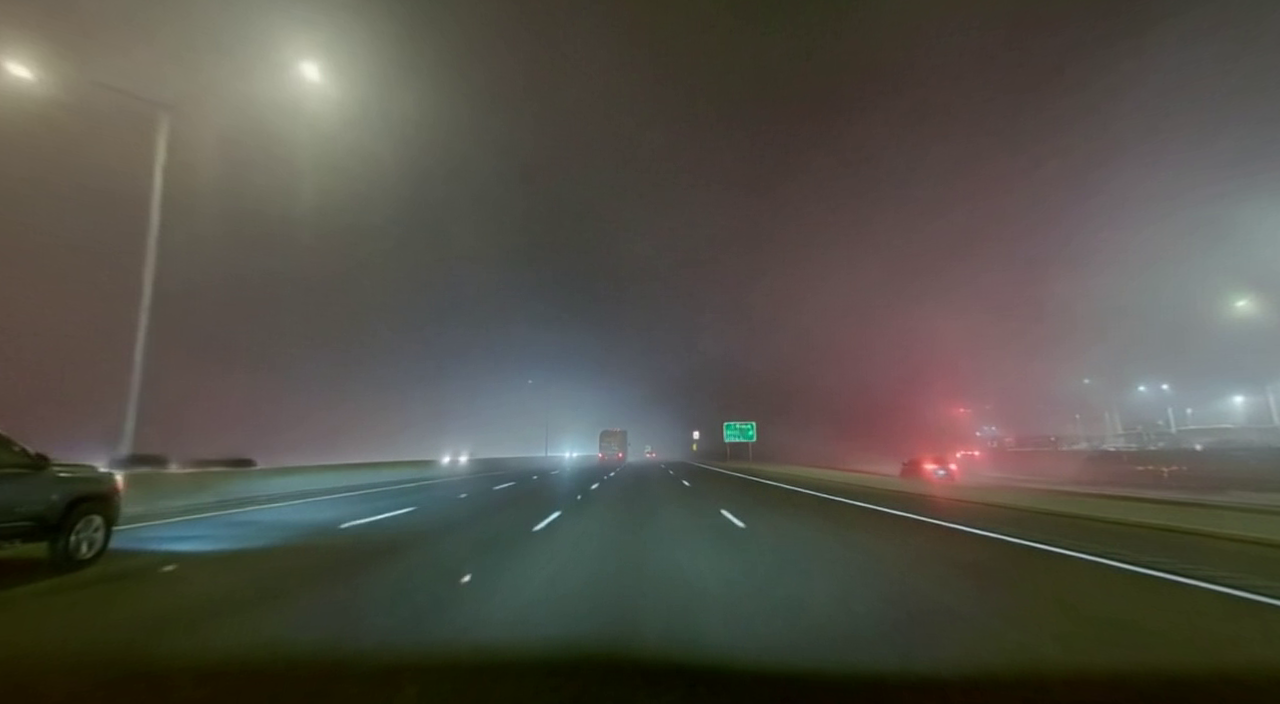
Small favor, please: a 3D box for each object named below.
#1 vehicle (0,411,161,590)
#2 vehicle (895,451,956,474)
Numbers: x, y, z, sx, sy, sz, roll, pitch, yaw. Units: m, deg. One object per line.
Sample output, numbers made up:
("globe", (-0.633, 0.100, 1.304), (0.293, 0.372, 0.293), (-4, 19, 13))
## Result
("vehicle", (-7.347, 1.385, 5.727), (2.168, 1.729, 4.724), (0, -9, 1))
("vehicle", (19.076, 7.388, 42.263), (1.912, 1.450, 4.581), (0, -9, 0))
